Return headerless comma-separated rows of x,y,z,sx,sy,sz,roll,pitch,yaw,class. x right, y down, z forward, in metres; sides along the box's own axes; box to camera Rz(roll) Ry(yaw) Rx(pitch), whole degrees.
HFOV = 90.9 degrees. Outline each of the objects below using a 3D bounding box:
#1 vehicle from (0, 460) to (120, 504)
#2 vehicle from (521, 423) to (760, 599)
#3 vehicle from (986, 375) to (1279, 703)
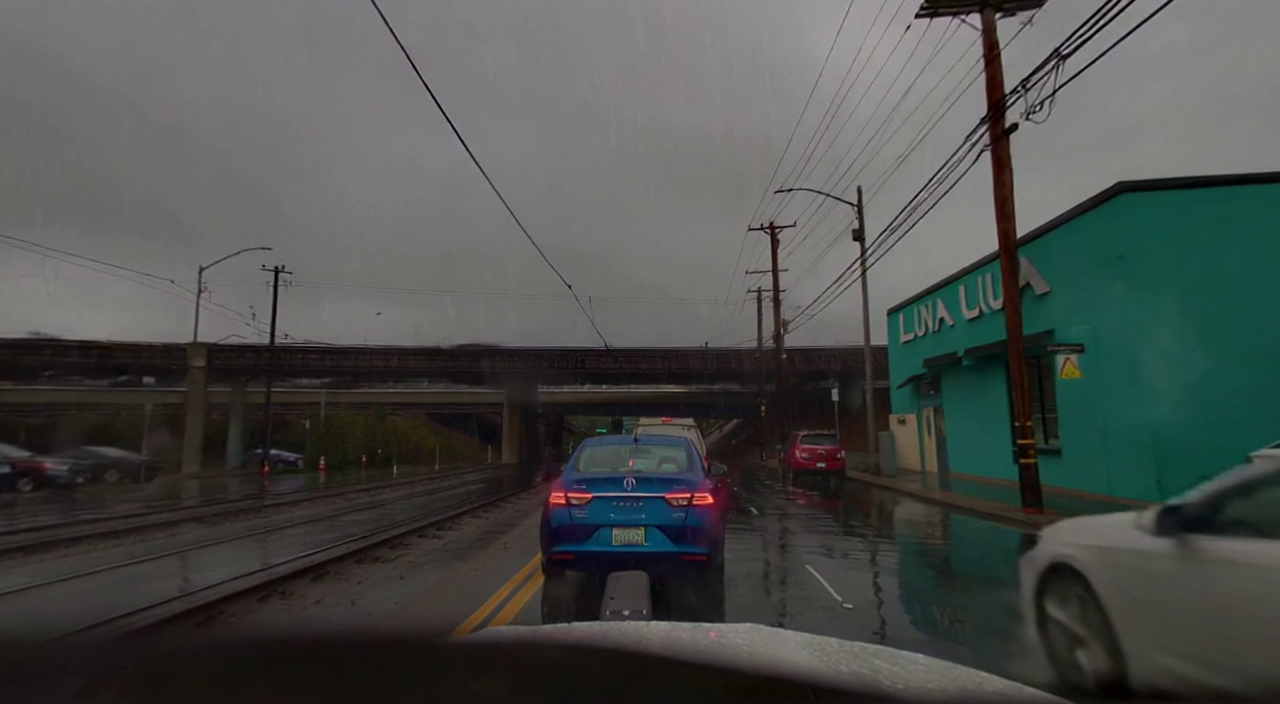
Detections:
-21.933,4.674,22.838,4.566,1.453,1.935,-1,-9,5,vehicle
0.087,1.702,7.607,2.090,1.518,4.033,-1,-9,3,vehicle
2.879,0.768,1.563,1.948,1.490,4.405,-1,-9,7,vehicle
